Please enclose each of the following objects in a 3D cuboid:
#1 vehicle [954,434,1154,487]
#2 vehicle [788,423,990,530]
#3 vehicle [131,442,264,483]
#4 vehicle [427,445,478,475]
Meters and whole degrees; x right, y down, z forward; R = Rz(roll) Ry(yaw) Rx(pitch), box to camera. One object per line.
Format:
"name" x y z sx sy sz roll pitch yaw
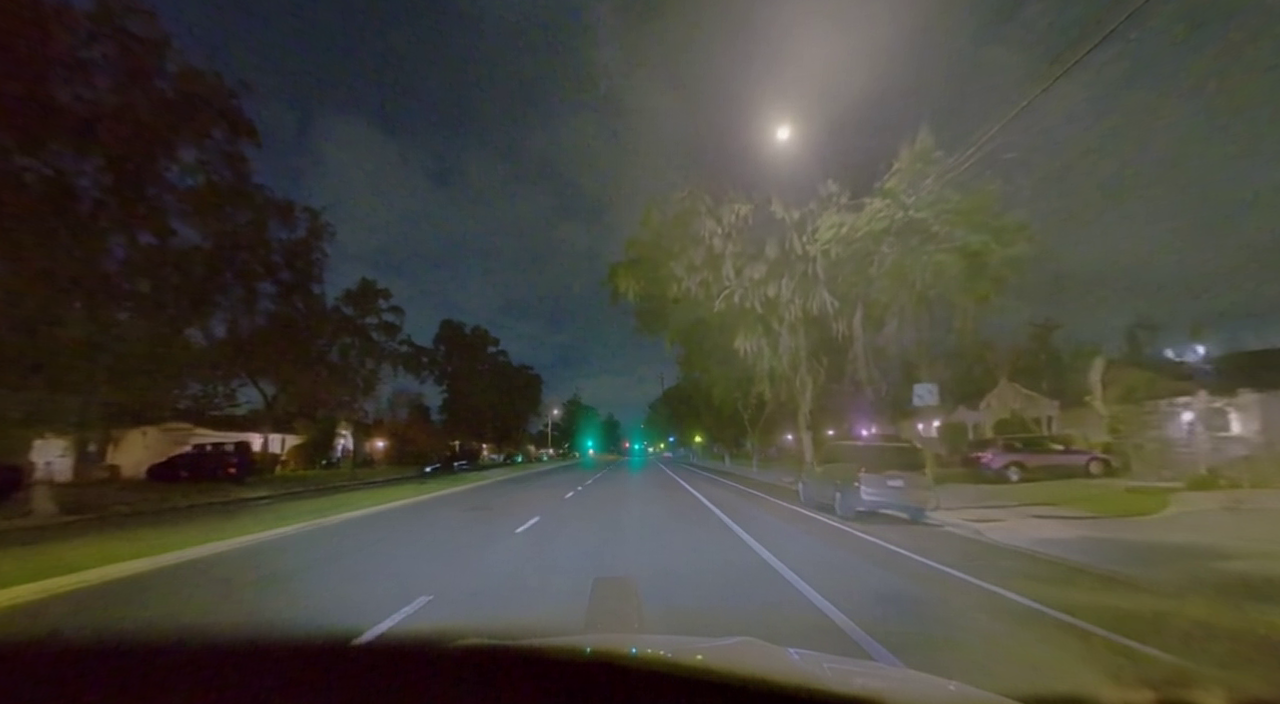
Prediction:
"vehicle" 12.197 3.205 18.857 4.577 1.490 1.903 0 -8 0
"vehicle" 4.805 2.471 13.189 2.196 1.801 4.778 0 -8 -1
"vehicle" -20.806 5.188 29.837 4.698 1.862 2.116 0 -8 2
"vehicle" -12.532 7.228 42.531 2.003 1.804 4.554 -1 -7 1
